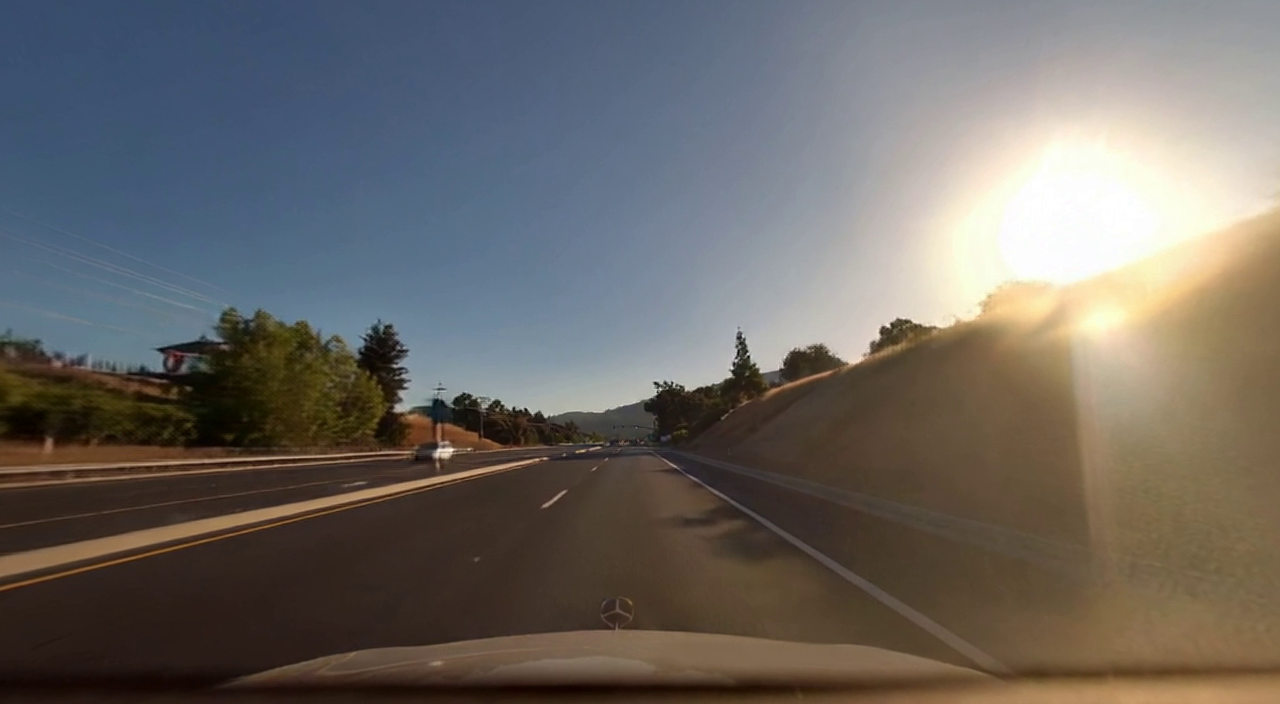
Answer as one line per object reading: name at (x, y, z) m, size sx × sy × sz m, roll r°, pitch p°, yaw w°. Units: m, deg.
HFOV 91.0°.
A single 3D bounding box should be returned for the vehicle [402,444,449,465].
vehicle at (-15.508, 7.386, 45.693) m, size 1.800 × 1.432 × 4.512 m, roll -1°, pitch -8°, yaw 1°
